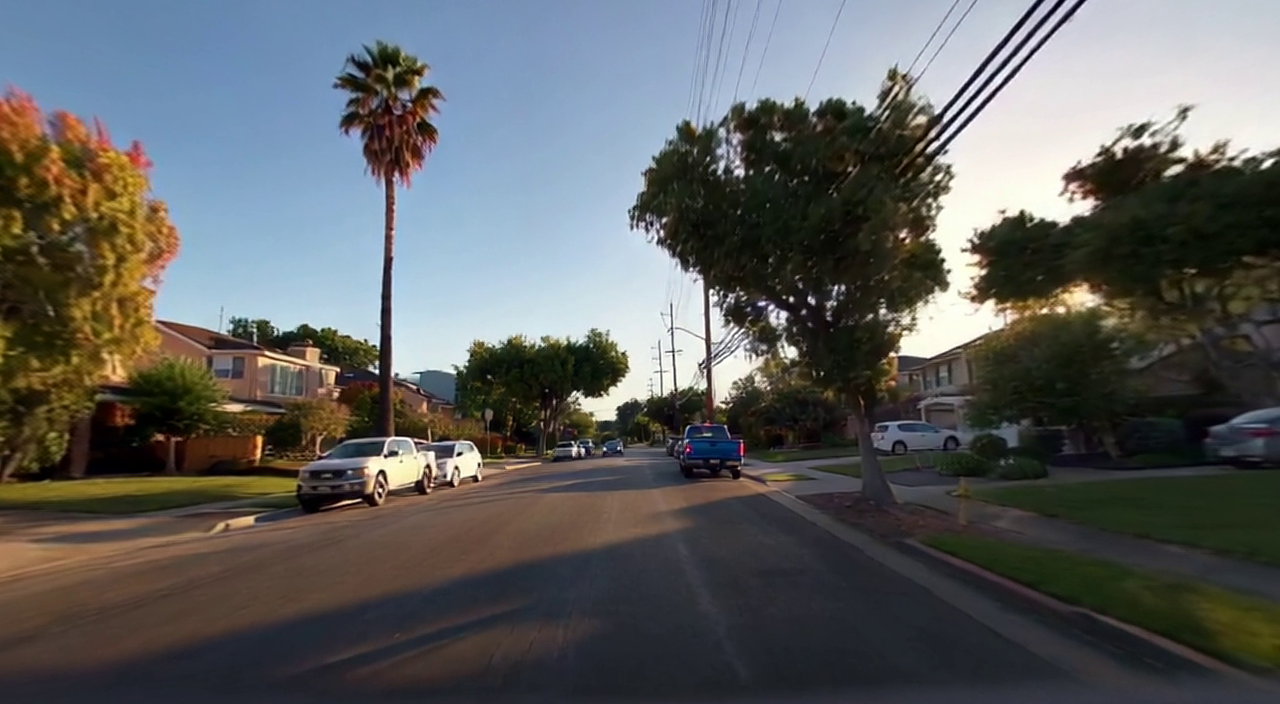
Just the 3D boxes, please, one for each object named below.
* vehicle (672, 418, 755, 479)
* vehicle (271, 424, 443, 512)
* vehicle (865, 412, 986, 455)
[{"bbox_3d":[2.581,3.647,24.130,2.437,2.015,6.511,0,-8,0],"label":"vehicle"},{"bbox_3d":[-7.091,2.928,16.572,2.252,1.944,4.714,0,-8,1],"label":"vehicle"},{"bbox_3d":[13.815,3.973,30.822,4.778,1.903,2.205,-1,-8,-1],"label":"vehicle"}]
